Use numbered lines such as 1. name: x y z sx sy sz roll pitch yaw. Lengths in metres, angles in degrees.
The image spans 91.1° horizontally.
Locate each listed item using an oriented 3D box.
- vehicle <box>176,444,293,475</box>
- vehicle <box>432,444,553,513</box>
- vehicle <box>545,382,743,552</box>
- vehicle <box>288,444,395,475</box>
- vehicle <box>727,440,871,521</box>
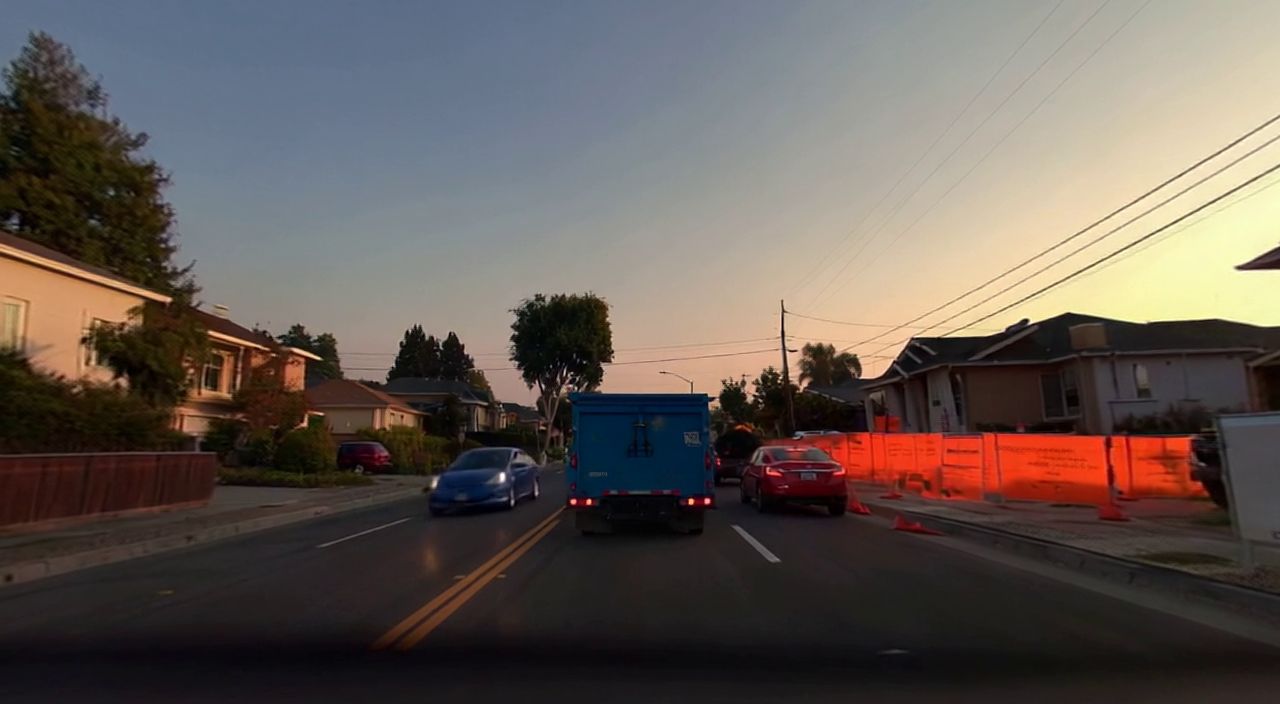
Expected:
1. vehicle: -20.393 5.405 31.704 4.706 1.468 1.817 -1 -9 3
2. vehicle: -3.670 3.219 16.565 2.010 1.533 4.495 0 -8 1
3. vehicle: 0.078 2.076 12.027 2.751 2.361 6.347 0 -8 1
4. vehicle: -15.131 5.452 32.011 4.490 1.500 1.875 0 -8 -2
5. vehicle: 3.317 2.765 14.116 2.010 1.499 4.481 0 -8 -1
